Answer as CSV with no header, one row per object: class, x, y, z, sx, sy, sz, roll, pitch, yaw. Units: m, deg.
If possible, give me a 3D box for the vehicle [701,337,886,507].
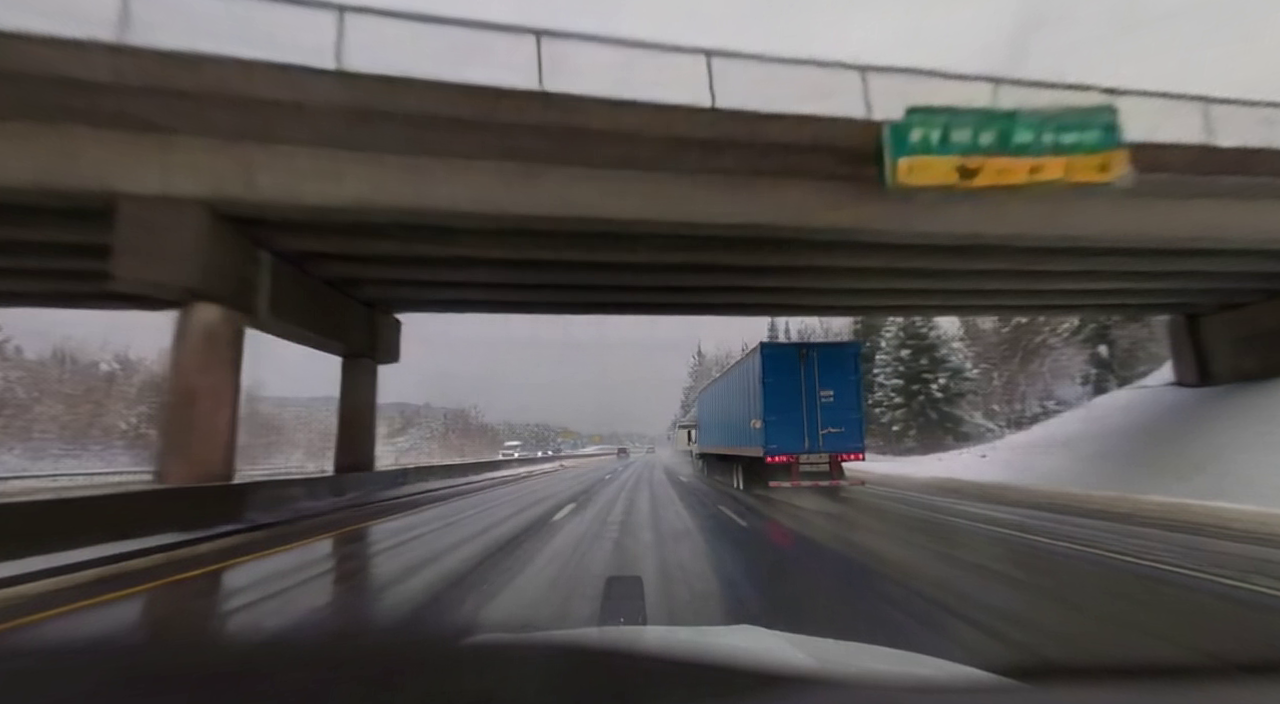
vehicle,4.309,2.724,22.112,2.825,4.054,14.210,0,-9,0
